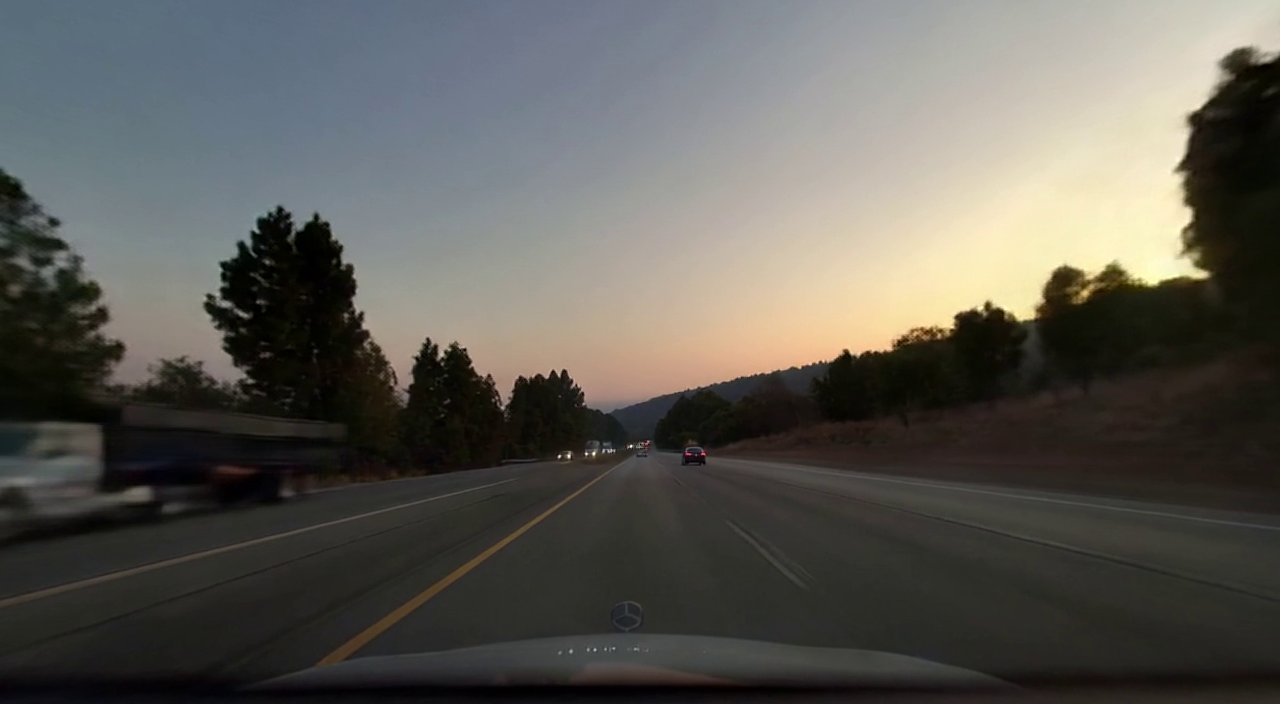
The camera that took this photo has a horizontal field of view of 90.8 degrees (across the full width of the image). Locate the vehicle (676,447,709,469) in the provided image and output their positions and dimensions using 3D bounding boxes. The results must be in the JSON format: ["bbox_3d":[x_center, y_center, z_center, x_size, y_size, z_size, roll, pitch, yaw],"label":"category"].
[{"bbox_3d":[3.931,7.962,47.595,2.013,1.584,3.995,0,-9,-1],"label":"vehicle"}]

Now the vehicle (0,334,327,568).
[{"bbox_3d":[-12.785,2.392,15.179,3.267,4.040,13.923,0,-9,0],"label":"vehicle"}]
